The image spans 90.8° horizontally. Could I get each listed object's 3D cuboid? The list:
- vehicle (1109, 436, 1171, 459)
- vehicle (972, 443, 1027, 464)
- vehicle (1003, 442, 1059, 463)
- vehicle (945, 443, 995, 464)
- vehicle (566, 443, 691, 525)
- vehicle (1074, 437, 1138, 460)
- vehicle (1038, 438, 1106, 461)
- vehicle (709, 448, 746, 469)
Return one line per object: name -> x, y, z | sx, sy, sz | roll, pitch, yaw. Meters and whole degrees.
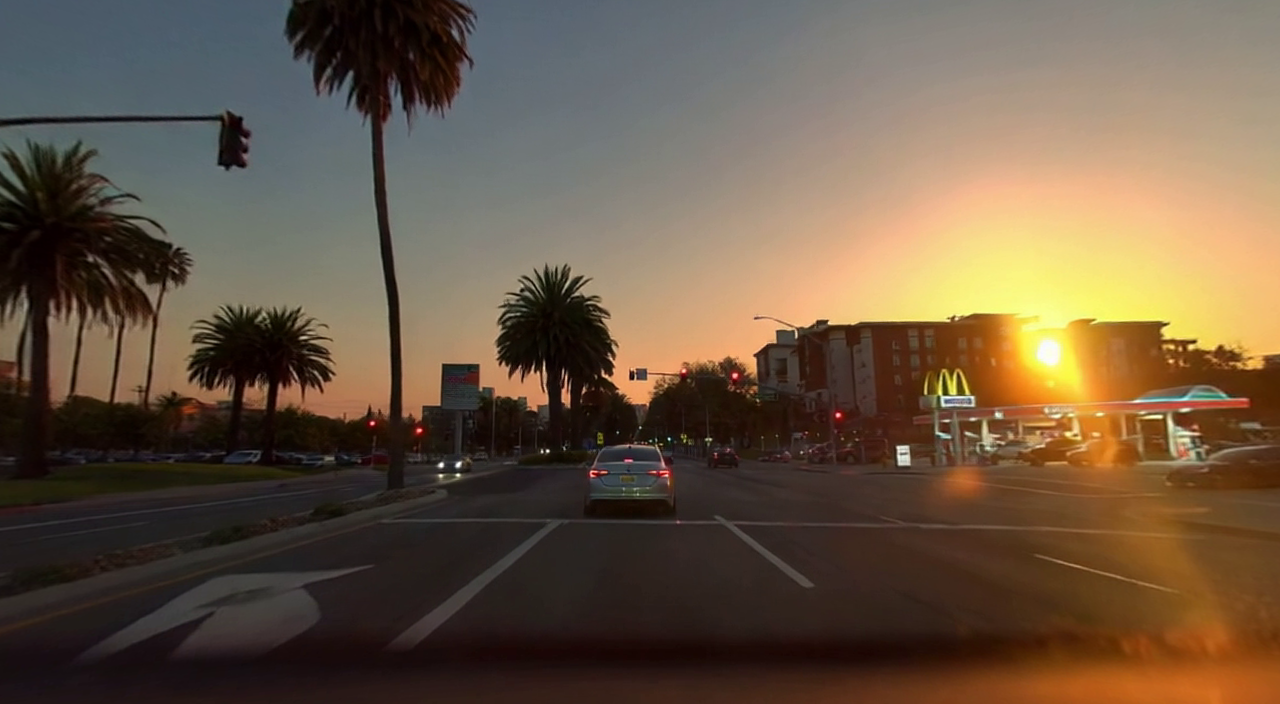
vehicle -> 37.028, 7.074, 46.891 | 1.689, 1.575, 3.483 | 0, -8, -1
vehicle -> 26.540, 7.472, 46.756 | 1.923, 1.501, 3.849 | -1, -8, 3
vehicle -> 29.003, 7.465, 46.979 | 1.848, 1.467, 3.941 | -1, -8, 3
vehicle -> 24.464, 7.527, 46.994 | 1.738, 1.462, 3.609 | 0, -8, -1
vehicle -> -0.195, 2.757, 13.886 | 2.270, 1.475, 4.571 | 0, -8, 0
vehicle -> 34.570, 7.165, 46.989 | 1.824, 1.643, 3.789 | 0, -8, -1
vehicle -> 31.931, 7.236, 46.839 | 1.903, 1.630, 4.320 | 0, -8, -1
vehicle -> 6.585, 8.062, 47.950 | 2.017, 1.491, 4.420 | 0, -8, -2
